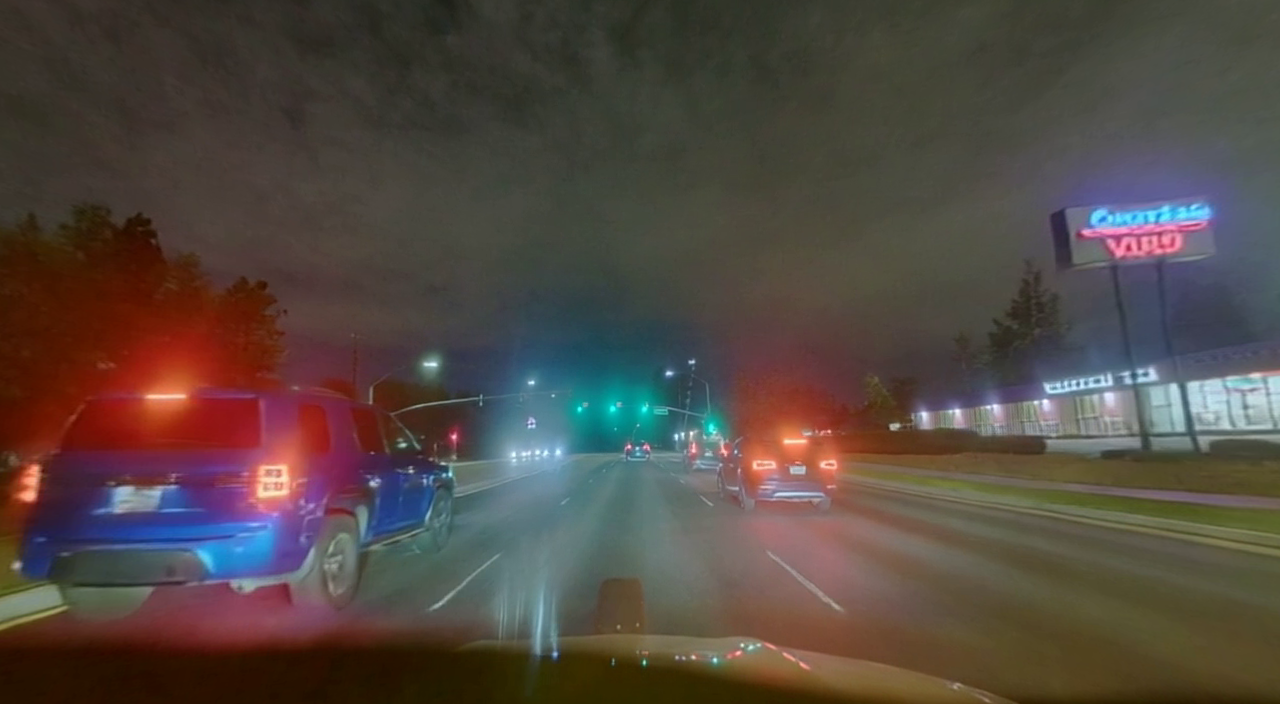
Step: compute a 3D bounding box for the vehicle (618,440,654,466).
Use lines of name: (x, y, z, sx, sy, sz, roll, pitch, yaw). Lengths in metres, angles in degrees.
vehicle: (-0.280, 6.100, 38.127, 2.008, 1.464, 4.052, 0, -8, -1)

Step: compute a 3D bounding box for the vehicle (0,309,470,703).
vehicle: (-3.357, 1.172, 5.840, 2.368, 2.037, 5.319, 0, -9, -4)

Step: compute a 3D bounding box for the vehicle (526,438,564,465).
vehicle: (-6.787, 7.130, 45.472, 2.136, 1.837, 4.669, 0, -8, -2)

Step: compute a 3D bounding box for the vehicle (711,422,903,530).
vehicle: (2.759, 2.199, 11.833, 2.174, 1.596, 4.779, 0, -8, -1)

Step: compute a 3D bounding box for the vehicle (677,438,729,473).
vehicle: (2.868, 4.811, 29.607, 1.842, 1.480, 4.155, 0, -8, -2)
